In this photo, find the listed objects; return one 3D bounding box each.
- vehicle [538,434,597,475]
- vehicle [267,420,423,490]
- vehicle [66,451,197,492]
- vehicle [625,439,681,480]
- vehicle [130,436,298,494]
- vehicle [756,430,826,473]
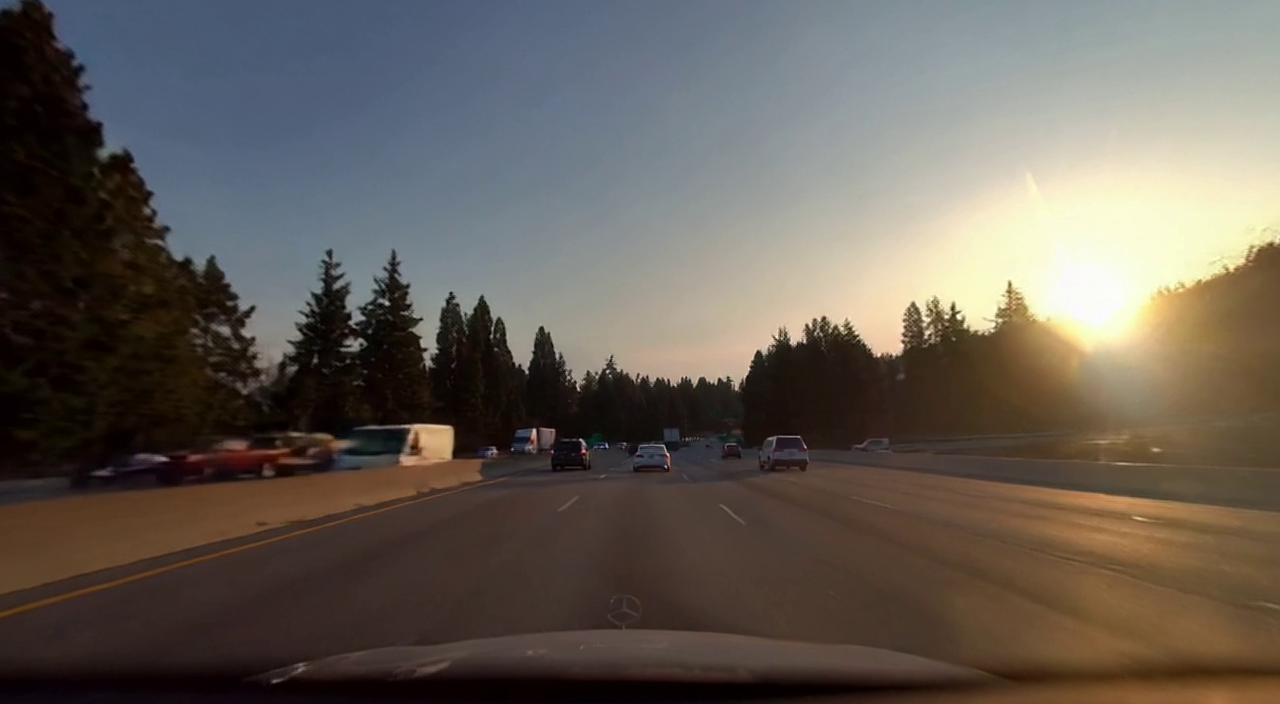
[{"bbox_3d":[-3.279,4.733,29.377,2.140,1.720,4.410,0,-8,1],"label":"vehicle"},{"bbox_3d":[-9.078,3.236,20.157,2.251,1.900,5.551,0,-8,0],"label":"vehicle"},{"bbox_3d":[-22.787,5.328,28.560,1.982,1.657,4.761,0,-8,0],"label":"vehicle"},{"bbox_3d":[0.487,4.273,25.305,2.071,1.464,4.162,0,-8,0],"label":"vehicle"},{"bbox_3d":[-15.596,4.138,23.661,2.186,1.863,5.744,0,-8,1],"label":"vehicle"},{"bbox_3d":[7.235,4.842,30.824,2.094,1.916,5.099,0,-8,0],"label":"vehicle"}]
